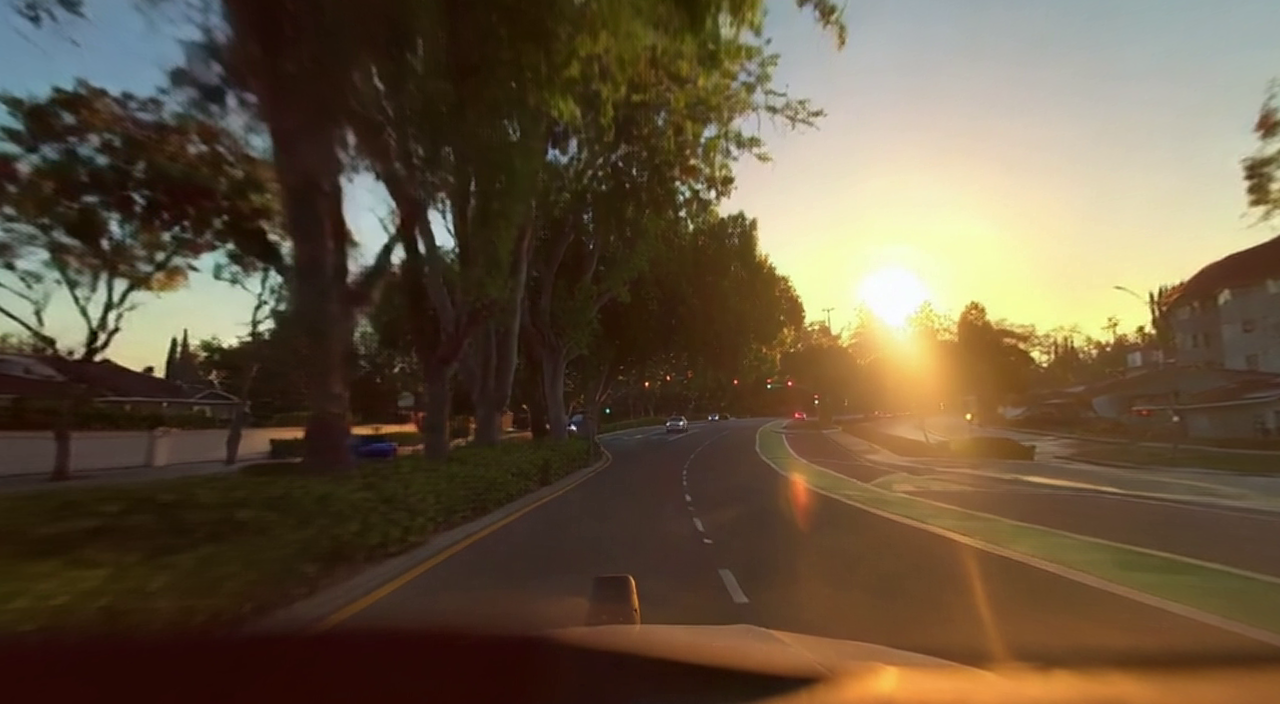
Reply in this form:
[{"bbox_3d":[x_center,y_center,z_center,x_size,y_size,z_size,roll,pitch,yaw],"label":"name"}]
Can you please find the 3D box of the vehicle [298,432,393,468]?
[{"bbox_3d":[-13.263,4.471,28.783,1.903,1.504,4.346,-1,-9,6],"label":"vehicle"}]
